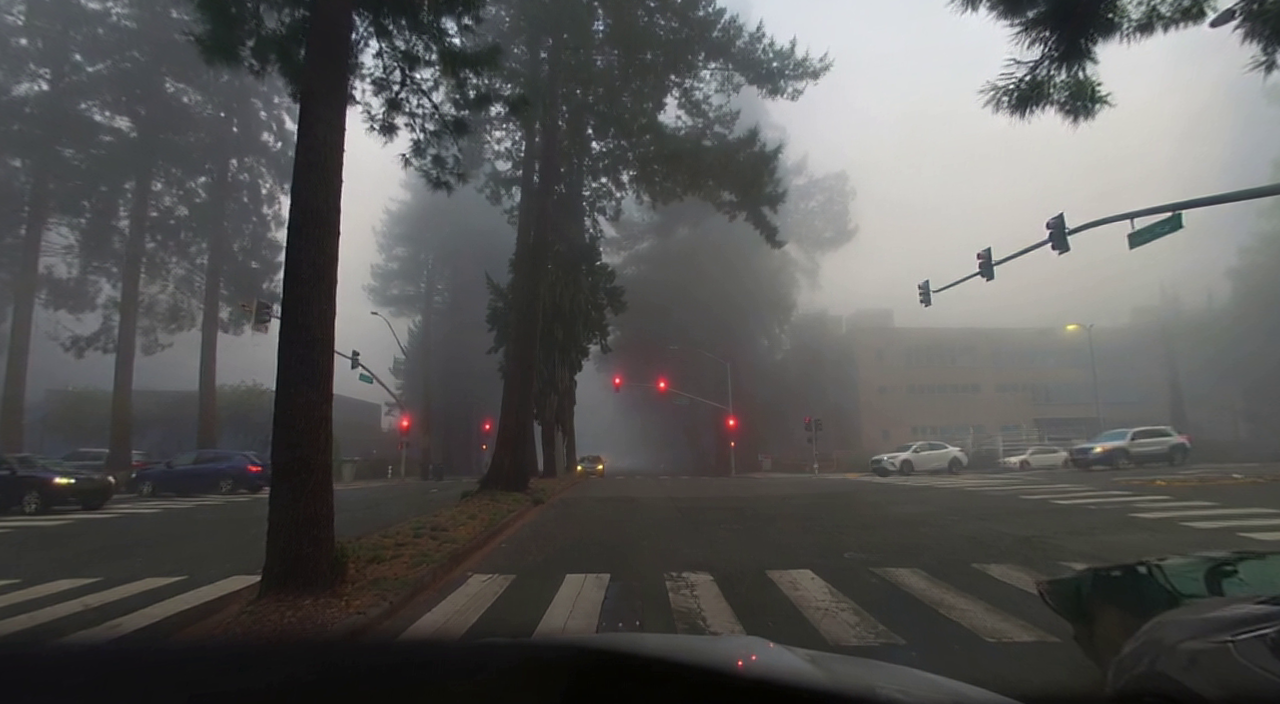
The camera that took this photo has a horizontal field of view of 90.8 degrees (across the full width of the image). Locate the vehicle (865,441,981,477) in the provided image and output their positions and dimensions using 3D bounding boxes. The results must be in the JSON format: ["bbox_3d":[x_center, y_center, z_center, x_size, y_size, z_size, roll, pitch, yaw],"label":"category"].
[{"bbox_3d":[15.605,5.927,35.123,5.220,1.897,2.596,0,-8,0],"label":"vehicle"}]

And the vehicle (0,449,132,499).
[{"bbox_3d":[-22.058,4.442,23.238,4.748,1.727,2.325,0,-8,1],"label":"vehicle"}]

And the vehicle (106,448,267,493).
[{"bbox_3d":[-18.936,4.986,26.632,4.798,1.763,2.536,0,-10,0],"label":"vehicle"}]

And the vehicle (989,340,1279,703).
[{"bbox_3d":[3.632,0.868,2.738,2.227,1.705,4.719,-2,-8,10],"label":"vehicle"}]
